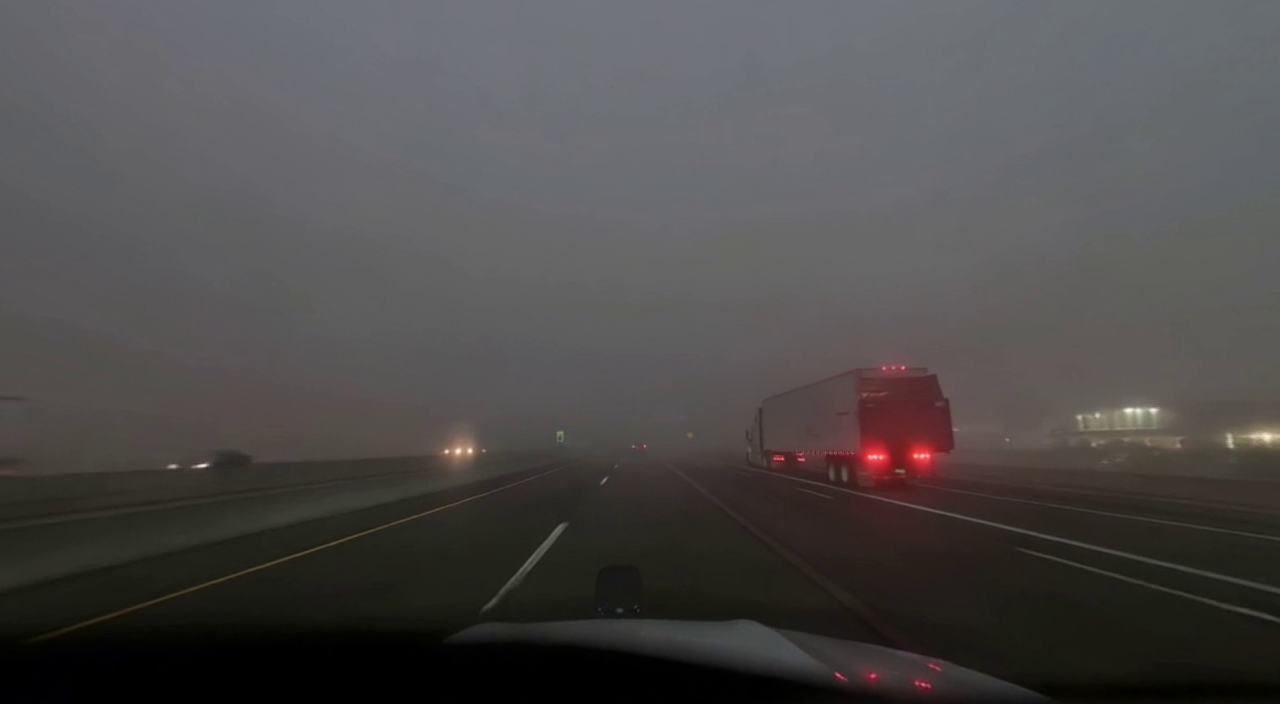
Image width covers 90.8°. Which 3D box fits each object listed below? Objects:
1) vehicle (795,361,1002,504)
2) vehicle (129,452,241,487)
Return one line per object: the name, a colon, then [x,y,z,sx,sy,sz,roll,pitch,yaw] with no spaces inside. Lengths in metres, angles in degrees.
vehicle: [6.786,2.375,18.267,2.793,3.204,7.997,-1,-8,2]
vehicle: [-21.811,5.609,30.521,1.964,1.493,4.550,0,-8,1]
